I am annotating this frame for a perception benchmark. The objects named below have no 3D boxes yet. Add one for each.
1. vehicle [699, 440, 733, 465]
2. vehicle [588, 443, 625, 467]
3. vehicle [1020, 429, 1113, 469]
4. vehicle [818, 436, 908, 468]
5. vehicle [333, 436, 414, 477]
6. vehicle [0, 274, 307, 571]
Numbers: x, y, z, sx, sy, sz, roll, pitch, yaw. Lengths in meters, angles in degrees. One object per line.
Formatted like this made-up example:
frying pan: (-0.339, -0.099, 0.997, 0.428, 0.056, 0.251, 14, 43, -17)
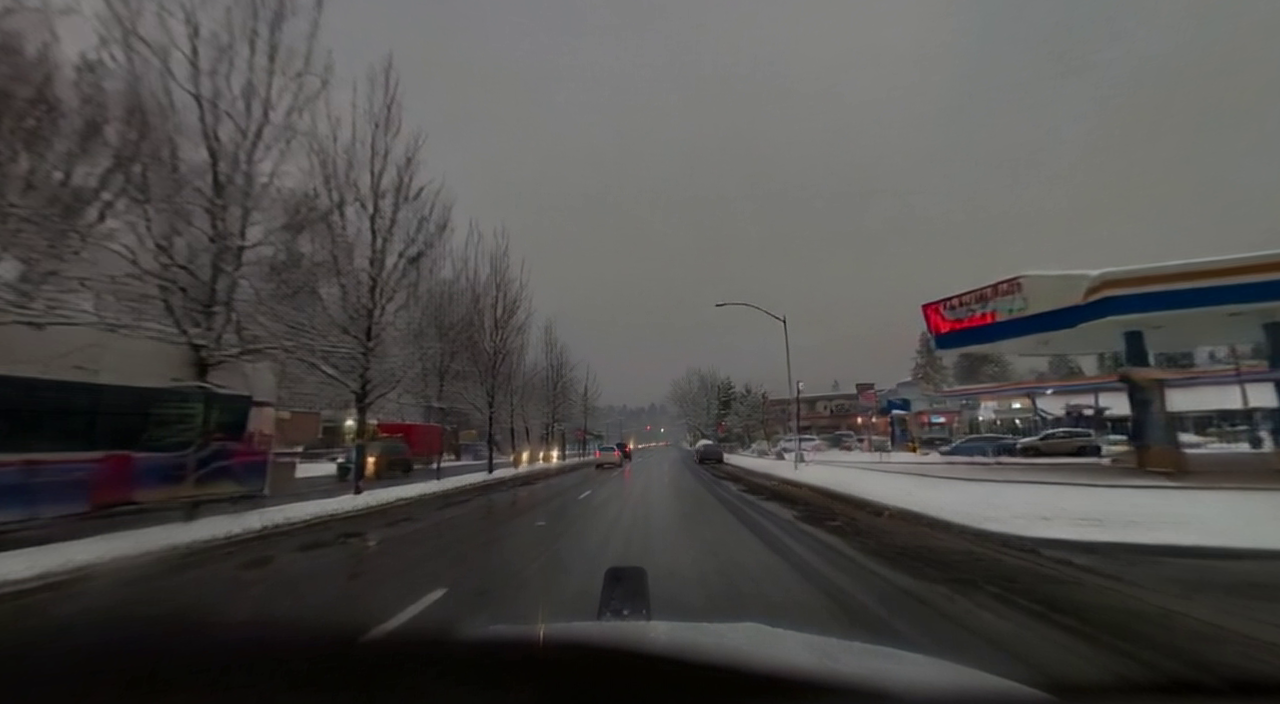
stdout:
vehicle: (5.658, 7.565, 47.541, 2.179, 1.709, 4.512, 0, -9, 2)
vehicle: (-2.007, 6.411, 39.264, 1.959, 1.406, 4.272, 0, -9, 2)
vehicle: (21.599, 4.984, 32.206, 2.060, 1.865, 4.542, -1, -9, 8)
vehicle: (12.769, 5.738, 36.293, 4.454, 1.776, 1.891, 0, -9, 2)
vehicle: (-14.008, 5.516, 33.522, 2.060, 2.017, 4.660, 0, -9, 3)
vehicle: (-8.677, 0.793, 6.783, 3.056, 3.289, 13.199, -2, -8, 0)
